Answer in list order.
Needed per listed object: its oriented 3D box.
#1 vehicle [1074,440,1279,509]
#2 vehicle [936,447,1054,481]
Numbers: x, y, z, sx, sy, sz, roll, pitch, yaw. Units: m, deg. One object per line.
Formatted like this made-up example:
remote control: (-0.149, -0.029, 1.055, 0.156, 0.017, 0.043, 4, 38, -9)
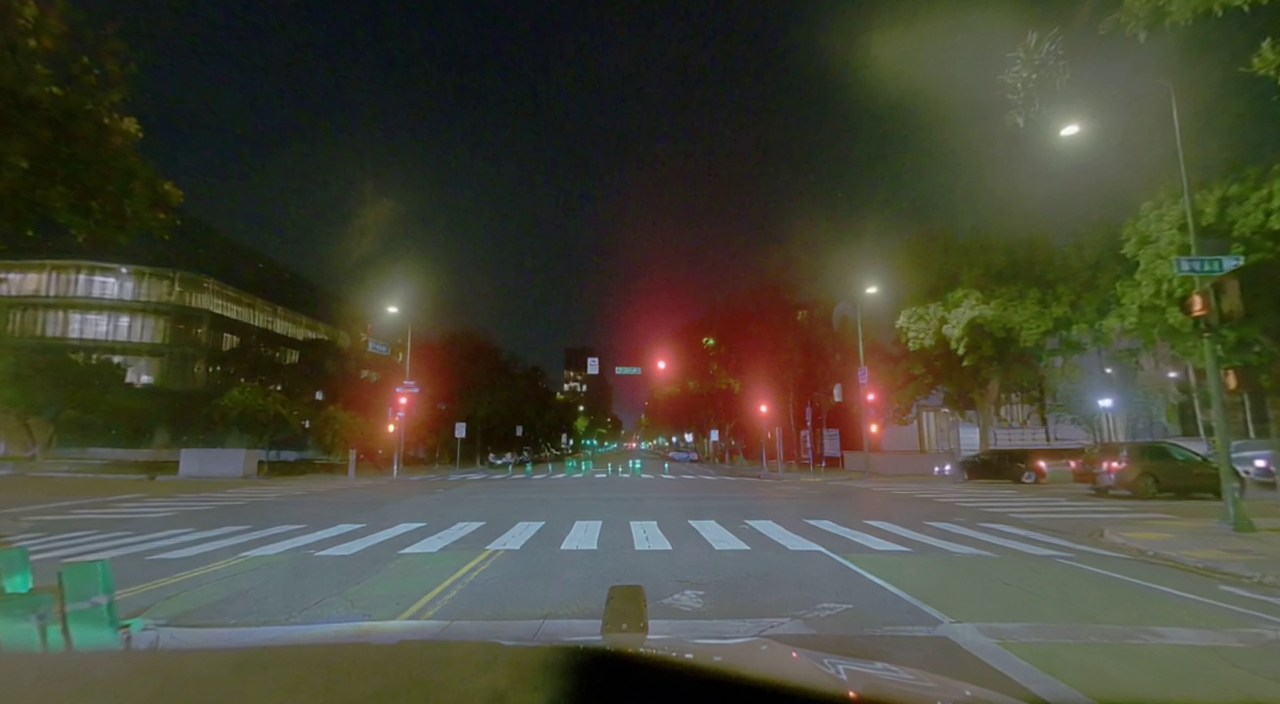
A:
vehicle: (12.982, 2.786, 14.571, 4.424, 1.436, 1.804, 0, -8, 5)
vehicle: (16.785, 5.323, 29.975, 4.368, 1.522, 1.972, -1, -8, 3)
